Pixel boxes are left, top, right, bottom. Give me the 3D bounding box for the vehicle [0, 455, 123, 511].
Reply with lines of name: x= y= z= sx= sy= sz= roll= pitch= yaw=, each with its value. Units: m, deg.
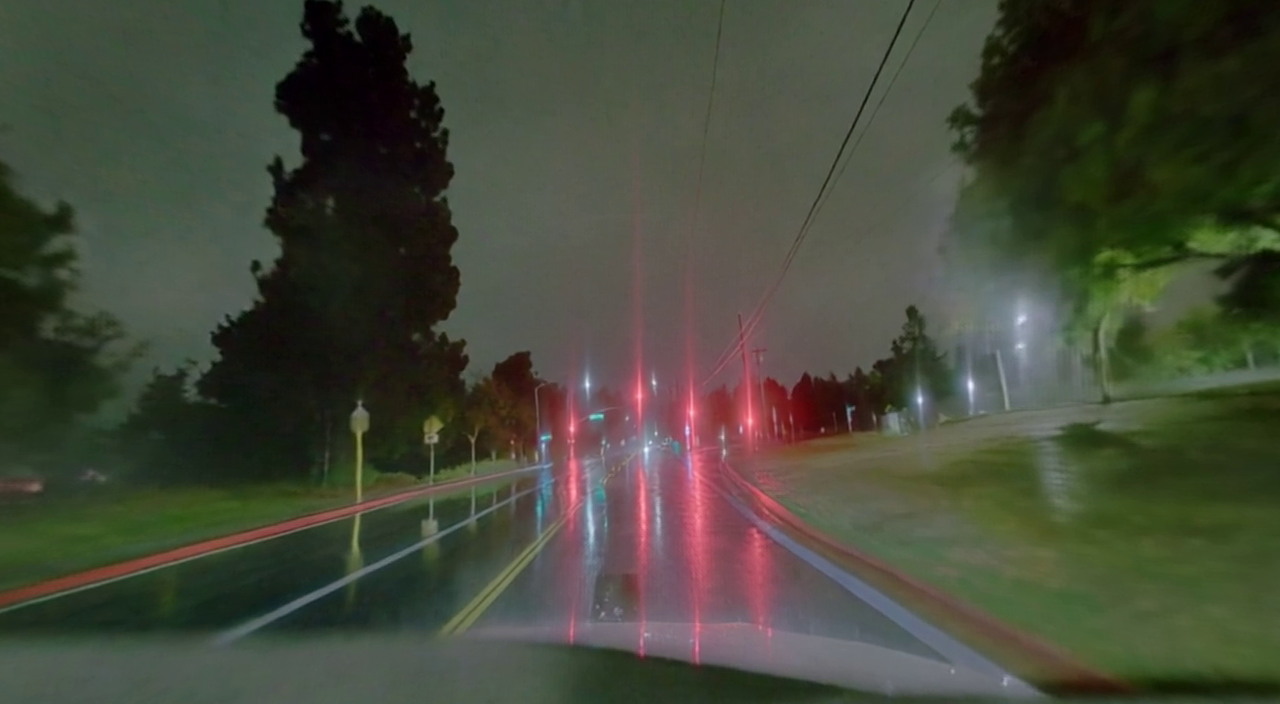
vehicle: x=-20.748 y=4.498 z=21.636 sx=4.344 sy=1.640 sz=2.016 roll=5 pitch=-11 yaw=-43
